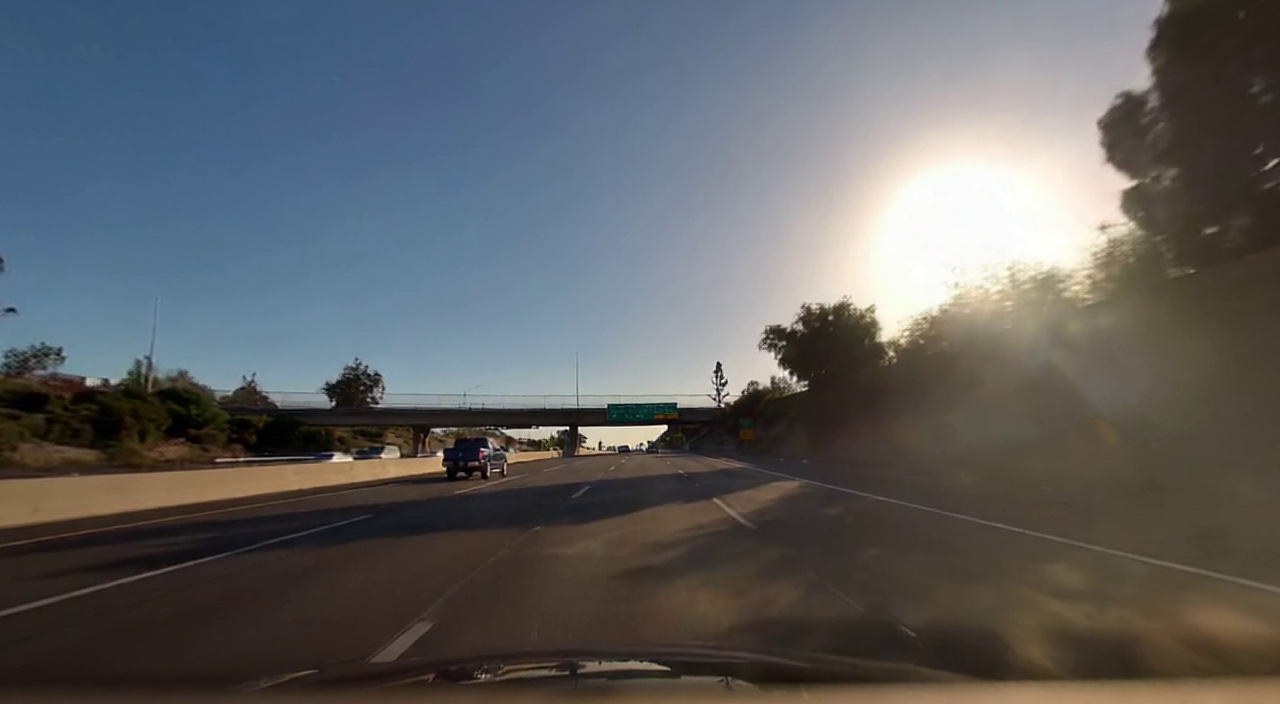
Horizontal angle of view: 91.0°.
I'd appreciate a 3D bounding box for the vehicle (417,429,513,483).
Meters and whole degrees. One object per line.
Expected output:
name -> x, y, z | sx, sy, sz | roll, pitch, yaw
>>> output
vehicle -> -6.865, 4.152, 25.482 | 2.260, 1.917, 5.499 | 0, -9, 0
